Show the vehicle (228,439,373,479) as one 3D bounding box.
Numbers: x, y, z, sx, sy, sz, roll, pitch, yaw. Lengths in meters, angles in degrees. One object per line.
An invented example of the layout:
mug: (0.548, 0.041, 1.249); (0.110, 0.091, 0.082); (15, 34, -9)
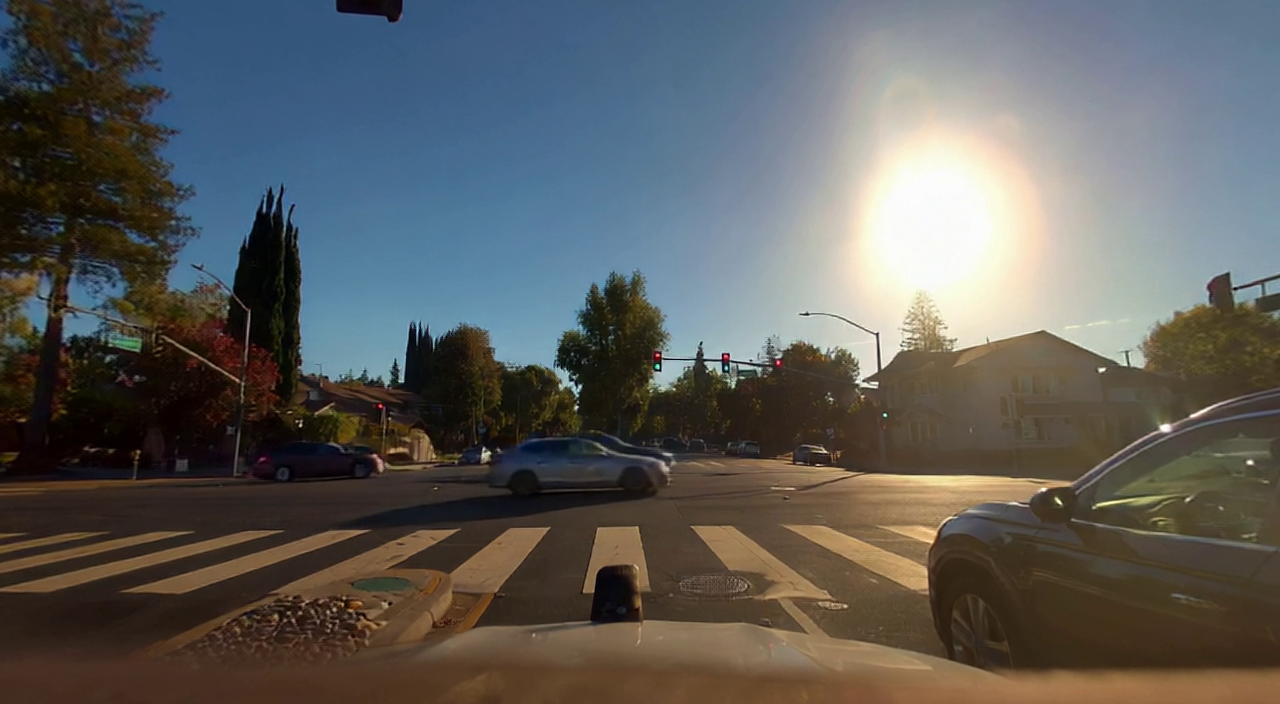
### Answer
vehicle: (-13.324, 4.225, 25.156); (4.689, 1.490, 1.920); (2, -9, -16)

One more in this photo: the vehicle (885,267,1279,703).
vehicle: (2.690, 0.709, 1.734); (2.085, 1.800, 4.908); (0, -9, 1)

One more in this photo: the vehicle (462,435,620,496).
vehicle: (-2.502, 2.987, 16.801); (3.894, 1.487, 1.863); (0, -8, -1)

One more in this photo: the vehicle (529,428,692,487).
vehicle: (-0.880, 3.326, 20.024); (4.860, 1.748, 2.160); (0, -9, 0)
